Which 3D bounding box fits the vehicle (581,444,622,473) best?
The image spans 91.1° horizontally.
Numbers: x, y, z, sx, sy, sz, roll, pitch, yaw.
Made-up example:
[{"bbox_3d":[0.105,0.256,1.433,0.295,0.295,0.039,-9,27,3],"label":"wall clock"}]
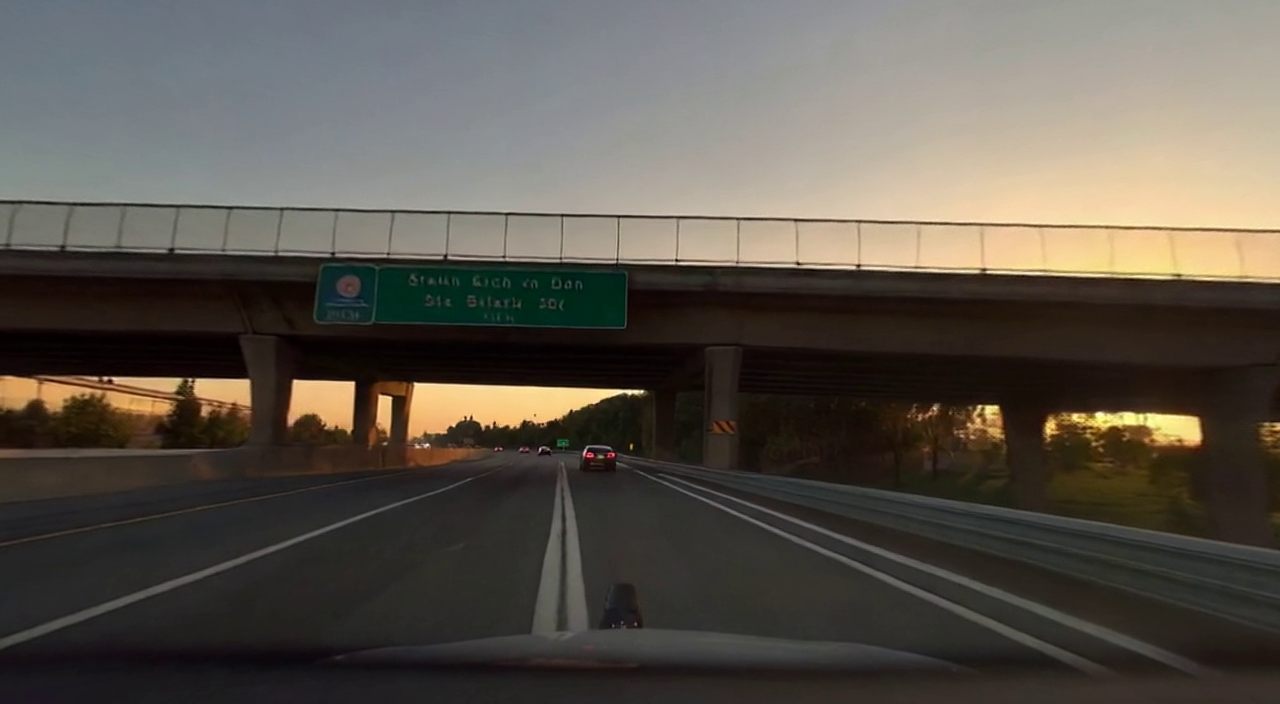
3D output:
[{"bbox_3d":[-2.190,5.844,34.813,2.140,1.455,4.135,0,-9,-5],"label":"vehicle"}]
